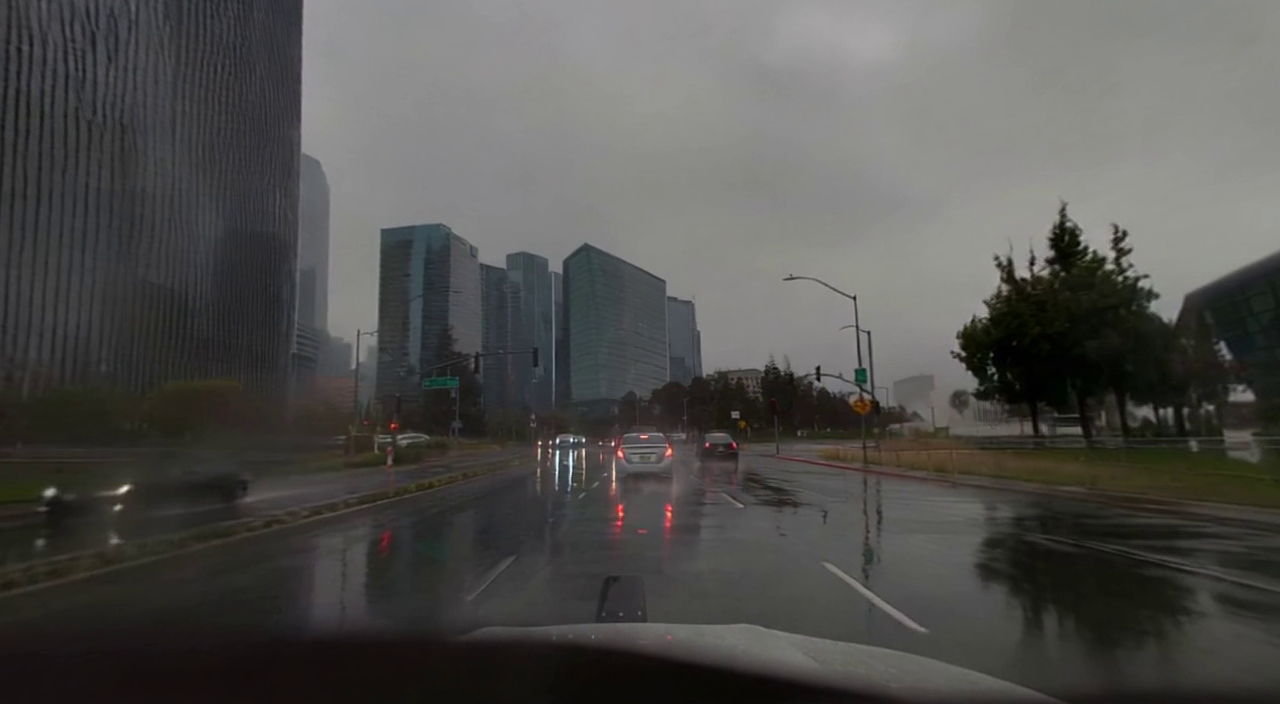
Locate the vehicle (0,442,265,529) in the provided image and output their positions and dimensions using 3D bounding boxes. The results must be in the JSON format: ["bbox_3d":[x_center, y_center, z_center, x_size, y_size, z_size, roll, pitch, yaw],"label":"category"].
[{"bbox_3d":[-10.636,2.763,13.697,1.967,1.552,4.536,0,-9,3],"label":"vehicle"}]

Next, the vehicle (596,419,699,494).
[{"bbox_3d":[0.202,2.973,18.180,2.601,1.878,4.535,0,-9,0],"label":"vehicle"}]

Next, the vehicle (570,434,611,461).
[{"bbox_3d":[-3.031,5.981,39.476,2.103,1.569,3.861,0,-9,2],"label":"vehicle"}]
